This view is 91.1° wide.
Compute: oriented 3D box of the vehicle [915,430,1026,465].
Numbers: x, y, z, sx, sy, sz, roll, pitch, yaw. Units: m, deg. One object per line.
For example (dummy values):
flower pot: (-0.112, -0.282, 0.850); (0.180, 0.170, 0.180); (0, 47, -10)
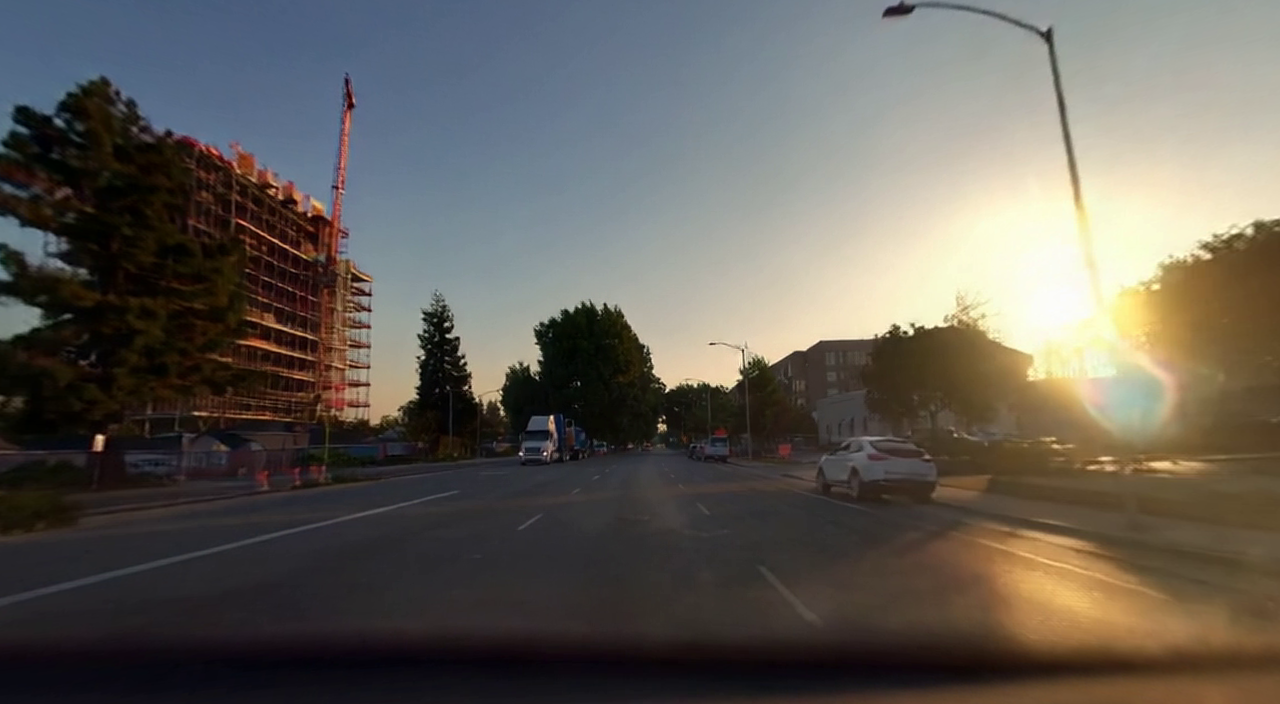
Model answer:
vehicle: (16.595, 4.818, 31.646); (4.422, 1.677, 2.004); (0, -9, -1)

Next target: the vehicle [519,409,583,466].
vehicle: (-6.722, 6.748, 49.247); (3.071, 3.982, 10.729); (0, -8, 2)

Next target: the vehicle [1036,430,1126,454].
vehicle: (29.544, 6.026, 42.145); (4.455, 1.607, 1.950); (0, -7, 2)

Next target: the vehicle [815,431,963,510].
vehicle: (6.708, 3.227, 17.659); (2.169, 1.880, 4.849); (0, -9, 0)

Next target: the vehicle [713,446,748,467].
vehicle: (6.881, 7.990, 48.158); (1.933, 1.488, 4.736); (0, -8, 0)
